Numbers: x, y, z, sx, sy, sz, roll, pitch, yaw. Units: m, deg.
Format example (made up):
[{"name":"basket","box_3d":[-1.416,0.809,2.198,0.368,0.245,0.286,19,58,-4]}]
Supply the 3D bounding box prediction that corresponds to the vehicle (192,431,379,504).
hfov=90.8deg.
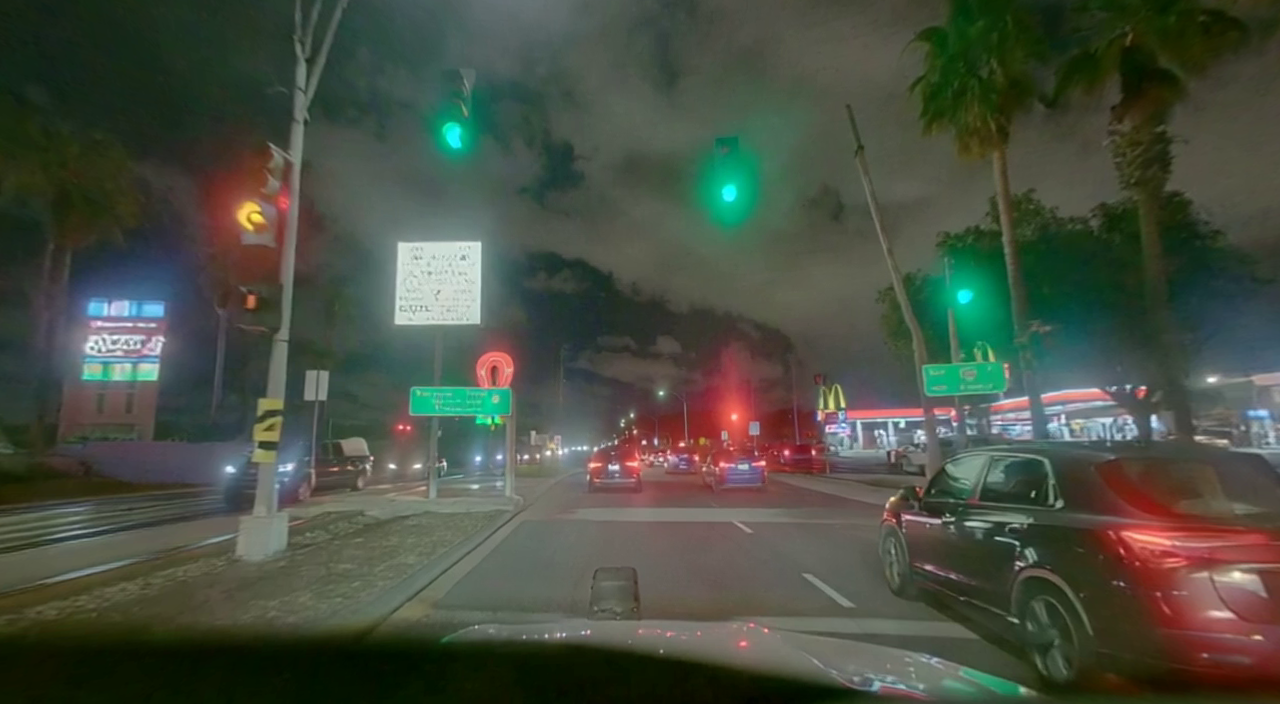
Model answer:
[{"name":"vehicle","box_3d":[-10.384,3.431,19.252,2.252,1.871,5.727,0,-9,2]}]

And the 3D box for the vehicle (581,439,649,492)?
[{"name":"vehicle","box_3d":[-0.834,3.702,20.916,2.021,1.550,4.090,0,-9,-2]}]

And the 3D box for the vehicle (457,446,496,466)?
[{"name":"vehicle","box_3d":[-12.881,8.178,49.987,1.908,1.506,4.397,0,-9,0]}]

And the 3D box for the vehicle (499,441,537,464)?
[{"name":"vehicle","box_3d":[-9.471,7.821,49.397,1.980,1.719,4.963,0,-9,1]}]

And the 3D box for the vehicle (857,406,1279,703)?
[{"name":"vehicle","box_3d":[3.364,1.263,4.560,1.987,1.474,4.198,0,-9,-2]}]

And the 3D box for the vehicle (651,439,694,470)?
[{"name":"vehicle","box_3d":[1.979,6.510,40.423,2.299,1.803,5.434,0,-9,-2]}]

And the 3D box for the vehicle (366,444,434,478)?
[{"name":"vehicle","box_3d":[-12.997,5.910,34.540,2.006,1.737,4.537,0,-9,-1]}]

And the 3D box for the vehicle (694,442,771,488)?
[{"name":"vehicle","box_3d":[3.139,3.928,22.356,1.889,1.448,4.262,0,-9,-3]}]
